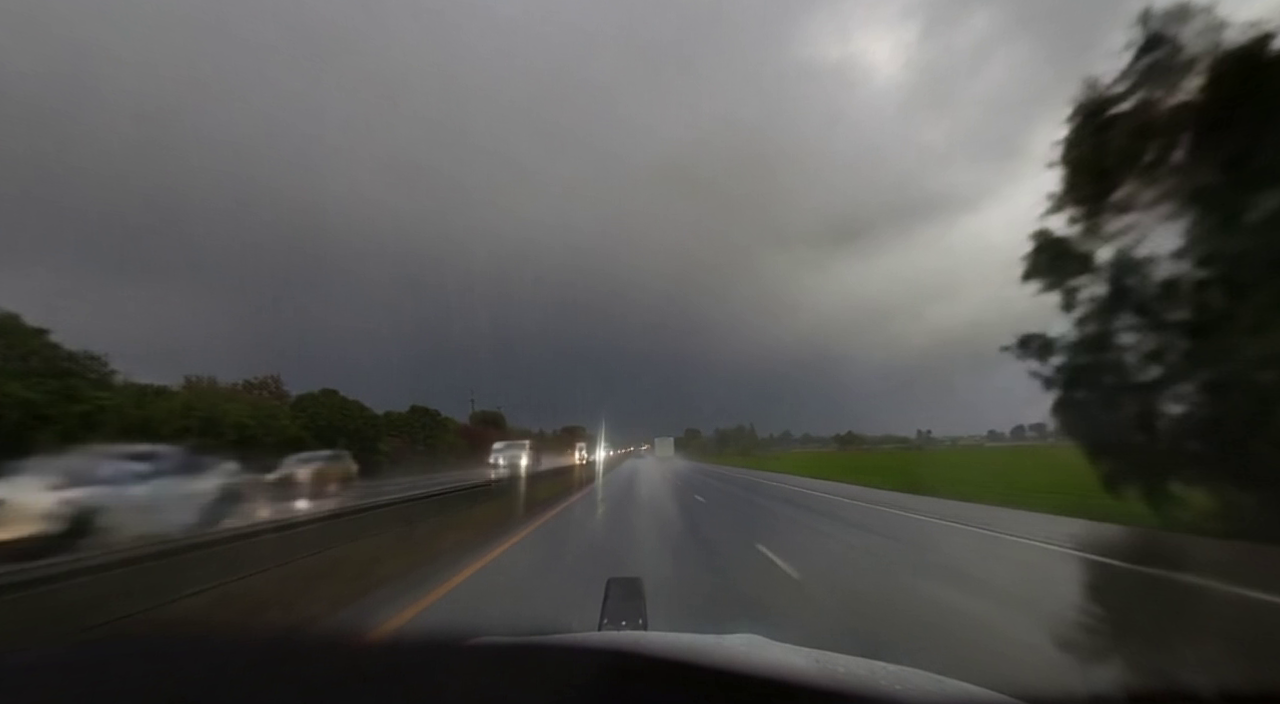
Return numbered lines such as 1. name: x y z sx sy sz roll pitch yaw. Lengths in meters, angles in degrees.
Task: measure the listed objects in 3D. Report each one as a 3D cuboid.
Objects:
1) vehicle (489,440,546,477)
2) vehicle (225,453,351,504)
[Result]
1. vehicle: -8.424 7.410 44.145 2.544 2.305 7.154 0 -9 0
2. vehicle: -12.850 4.592 23.408 1.954 1.672 4.653 0 -9 0
